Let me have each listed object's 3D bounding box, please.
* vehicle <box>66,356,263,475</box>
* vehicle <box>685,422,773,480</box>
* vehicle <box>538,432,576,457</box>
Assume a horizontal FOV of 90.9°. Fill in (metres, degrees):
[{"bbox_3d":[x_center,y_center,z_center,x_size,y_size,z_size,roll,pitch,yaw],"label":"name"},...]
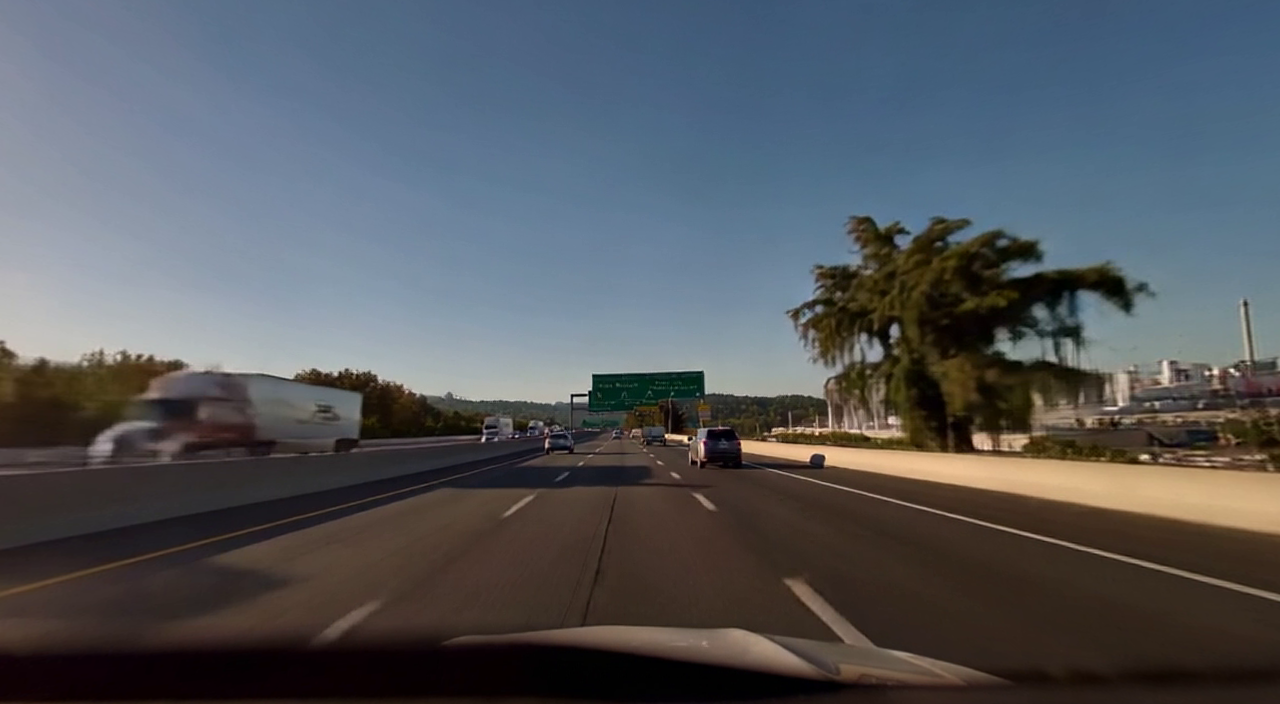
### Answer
[{"bbox_3d":[-17.713,2.515,24.115,2.971,4.001,5.802,0,-8,-3],"label":"vehicle"},{"bbox_3d":[2.701,3.141,20.226,2.022,1.637,4.229,0,-8,-3],"label":"vehicle"},{"bbox_3d":[-5.291,5.952,40.702,1.996,1.518,4.229,0,-8,-2],"label":"vehicle"}]
